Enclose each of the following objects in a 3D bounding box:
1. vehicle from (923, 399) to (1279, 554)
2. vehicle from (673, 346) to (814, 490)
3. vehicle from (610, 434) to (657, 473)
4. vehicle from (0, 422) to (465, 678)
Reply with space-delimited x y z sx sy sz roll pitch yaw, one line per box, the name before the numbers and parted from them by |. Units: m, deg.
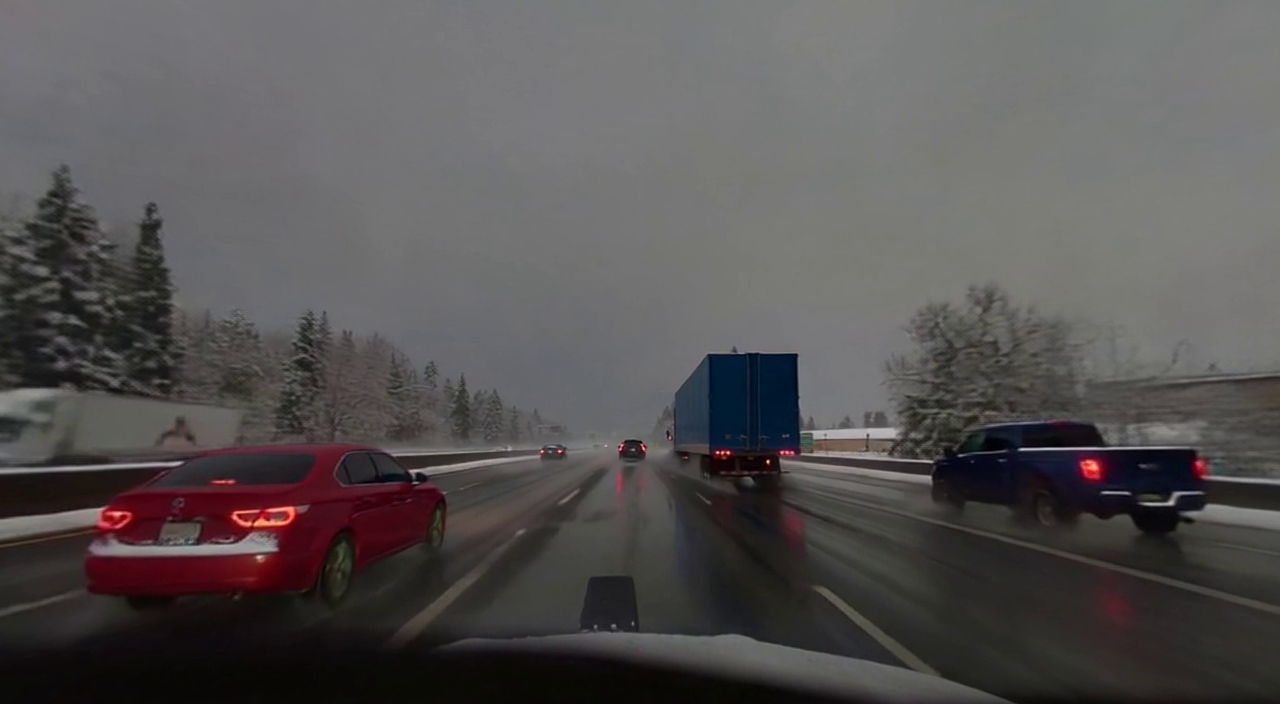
vehicle | 6.909 1.868 10.155 2.106 1.795 5.489 0 -9 -1
vehicle | 3.310 2.988 25.422 2.876 4.086 15.117 0 -9 -1
vehicle | -0.338 5.157 32.224 2.203 1.805 4.358 0 -9 -1
vehicle | -3.199 1.454 5.849 1.864 1.406 4.544 0 -9 0
